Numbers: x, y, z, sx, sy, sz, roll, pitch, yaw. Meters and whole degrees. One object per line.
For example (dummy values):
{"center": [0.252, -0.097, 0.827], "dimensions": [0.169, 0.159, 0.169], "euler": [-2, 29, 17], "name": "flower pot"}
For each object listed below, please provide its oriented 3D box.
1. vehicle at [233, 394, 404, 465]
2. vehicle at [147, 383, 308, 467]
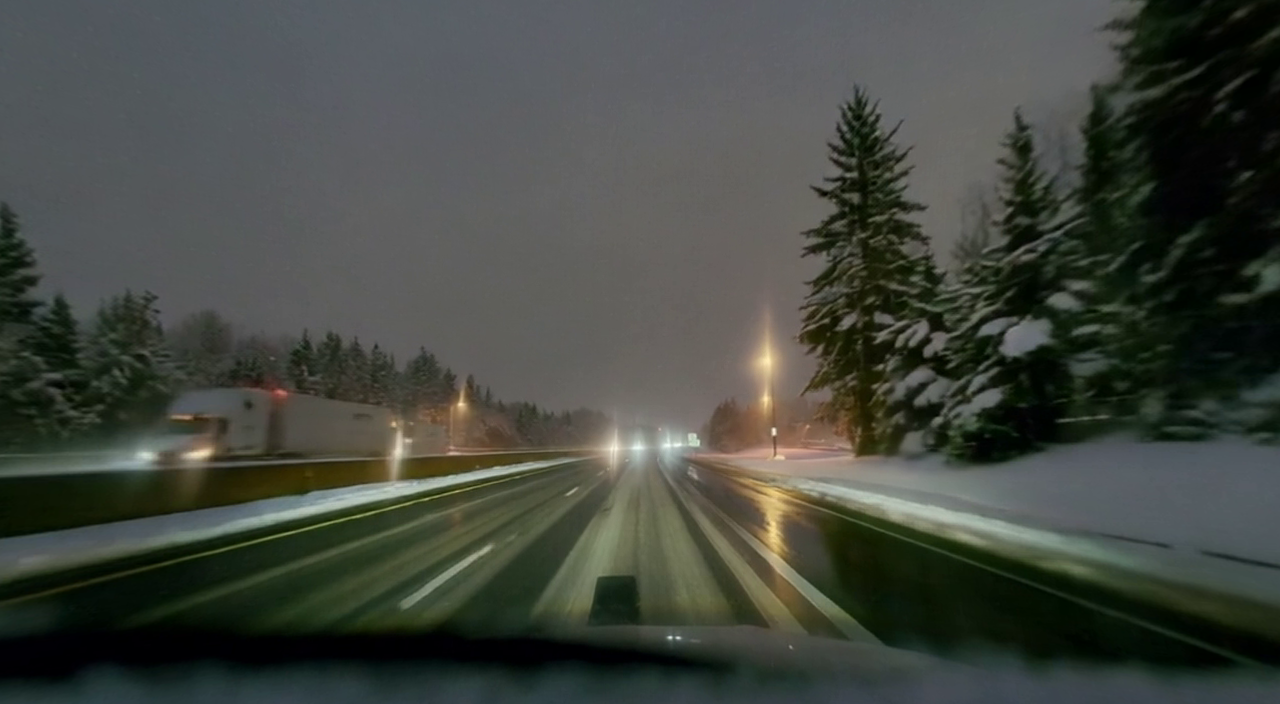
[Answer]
{"center": [-20.878, 5.488, 42.989], "dimensions": [2.889, 3.945, 15.988], "euler": [0, -9, 2], "name": "vehicle"}
{"center": [-21.146, 3.964, 33.045], "dimensions": [3.073, 3.890, 7.481], "euler": [0, -9, 2], "name": "vehicle"}
